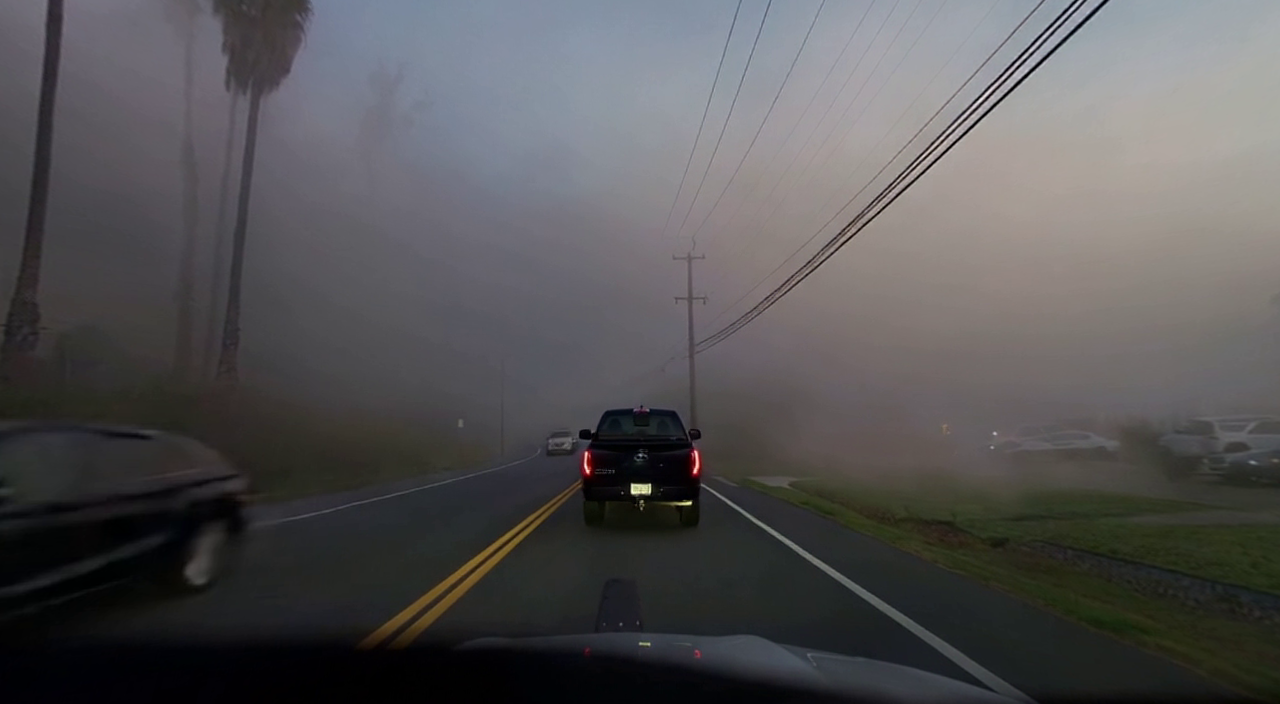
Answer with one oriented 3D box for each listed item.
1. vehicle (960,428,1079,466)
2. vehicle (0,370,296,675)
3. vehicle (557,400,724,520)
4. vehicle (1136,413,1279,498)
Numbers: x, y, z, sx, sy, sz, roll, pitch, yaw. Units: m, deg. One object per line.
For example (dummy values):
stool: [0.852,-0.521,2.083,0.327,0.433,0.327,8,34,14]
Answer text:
vehicle: [20.350,5.158,34.376,2.277,1.836,6.267,0,-9,-4]
vehicle: [-4.970,1.107,4.341,2.271,1.798,5.412,0,-8,-1]
vehicle: [0.017,2.293,13.880,2.848,2.047,5.885,0,-8,0]
vehicle: [16.115,2.765,17.112,2.338,1.917,6.076,-3,-9,20]
